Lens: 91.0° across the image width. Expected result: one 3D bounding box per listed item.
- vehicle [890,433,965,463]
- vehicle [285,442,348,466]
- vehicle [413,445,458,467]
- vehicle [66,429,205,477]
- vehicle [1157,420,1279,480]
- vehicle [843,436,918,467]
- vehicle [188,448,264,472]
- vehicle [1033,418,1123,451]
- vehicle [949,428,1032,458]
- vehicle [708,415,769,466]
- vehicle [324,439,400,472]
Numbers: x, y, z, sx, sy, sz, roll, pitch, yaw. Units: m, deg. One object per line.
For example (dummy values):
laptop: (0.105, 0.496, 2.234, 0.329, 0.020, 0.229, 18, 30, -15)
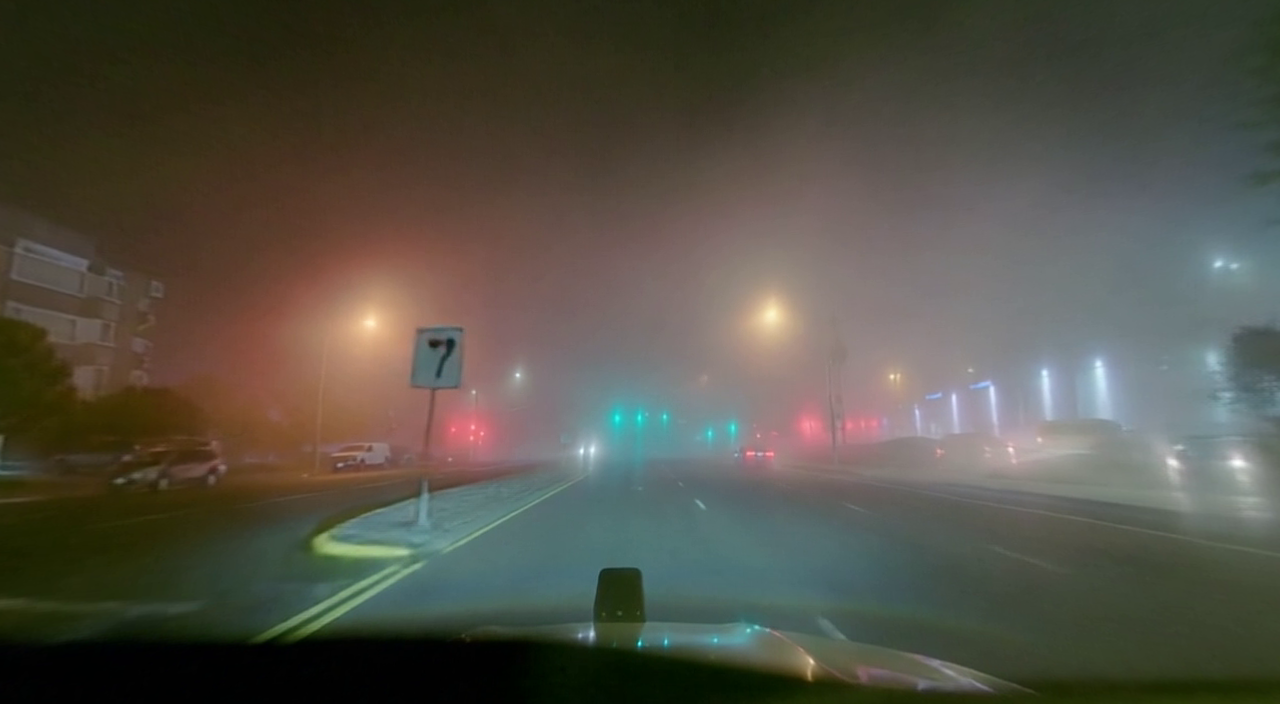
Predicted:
vehicle: (15.752, 5.312, 34.756, 1.899, 1.517, 4.378, 0, -9, -3)
vehicle: (-24.435, 7.706, 47.750, 2.039, 1.653, 4.603, -1, -8, 5)
vehicle: (-15.031, 7.654, 46.479, 1.917, 1.577, 3.995, 0, -8, 1)
vehicle: (-28.070, 5.621, 35.175, 5.877, 2.508, 2.394, -1, -9, 7)
vehicle: (17.696, 2.747, 17.995, 1.957, 1.501, 4.308, -2, -7, -3)
vehicle: (12.805, 5.324, 33.855, 2.079, 1.541, 4.801, 0, -8, 0)
vehicle: (-26.412, 6.887, 40.391, 1.847, 1.464, 4.374, 0, -8, 1)
vehicle: (24.000, 4.593, 34.727, 1.888, 1.678, 4.074, 0, -8, -3)
vehicle: (19.037, 4.990, 34.447, 1.882, 1.537, 4.418, 0, -8, -2)
vehicle: (6.576, 6.085, 43.113, 2.802, 3.208, 7.459, 0, -8, -1)
vehicle: (-18.567, 6.914, 42.498, 2.390, 1.995, 5.895, 0, -8, 0)
